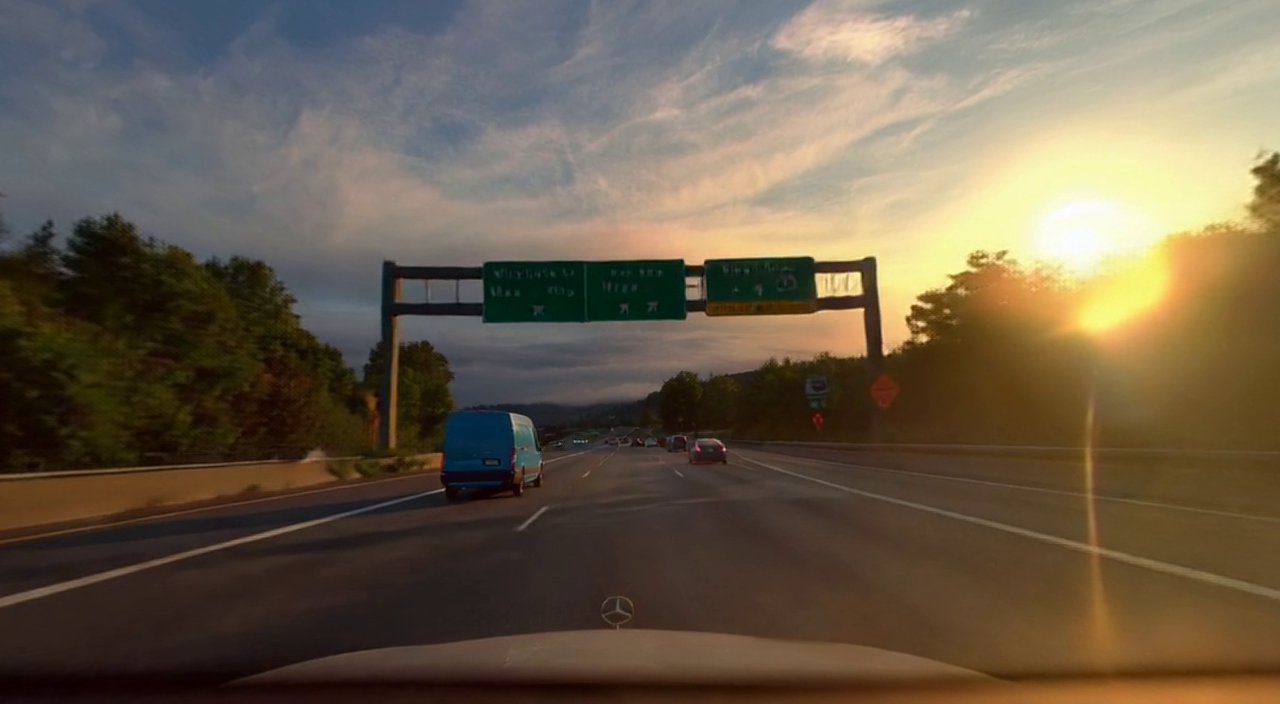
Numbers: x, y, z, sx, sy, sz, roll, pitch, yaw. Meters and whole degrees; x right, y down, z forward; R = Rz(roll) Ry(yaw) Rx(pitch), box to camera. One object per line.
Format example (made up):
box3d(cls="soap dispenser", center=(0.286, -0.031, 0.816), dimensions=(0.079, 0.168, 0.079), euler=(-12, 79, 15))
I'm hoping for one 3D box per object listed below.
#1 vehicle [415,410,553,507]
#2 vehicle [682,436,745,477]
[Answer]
box3d(cls="vehicle", center=(-3.660, 2.600, 15.986), dimensions=(2.275, 2.053, 5.082), euler=(0, -8, -1))
box3d(cls="vehicle", center=(2.839, 4.109, 25.185), dimensions=(2.020, 1.464, 3.803), euler=(0, -8, -1))
